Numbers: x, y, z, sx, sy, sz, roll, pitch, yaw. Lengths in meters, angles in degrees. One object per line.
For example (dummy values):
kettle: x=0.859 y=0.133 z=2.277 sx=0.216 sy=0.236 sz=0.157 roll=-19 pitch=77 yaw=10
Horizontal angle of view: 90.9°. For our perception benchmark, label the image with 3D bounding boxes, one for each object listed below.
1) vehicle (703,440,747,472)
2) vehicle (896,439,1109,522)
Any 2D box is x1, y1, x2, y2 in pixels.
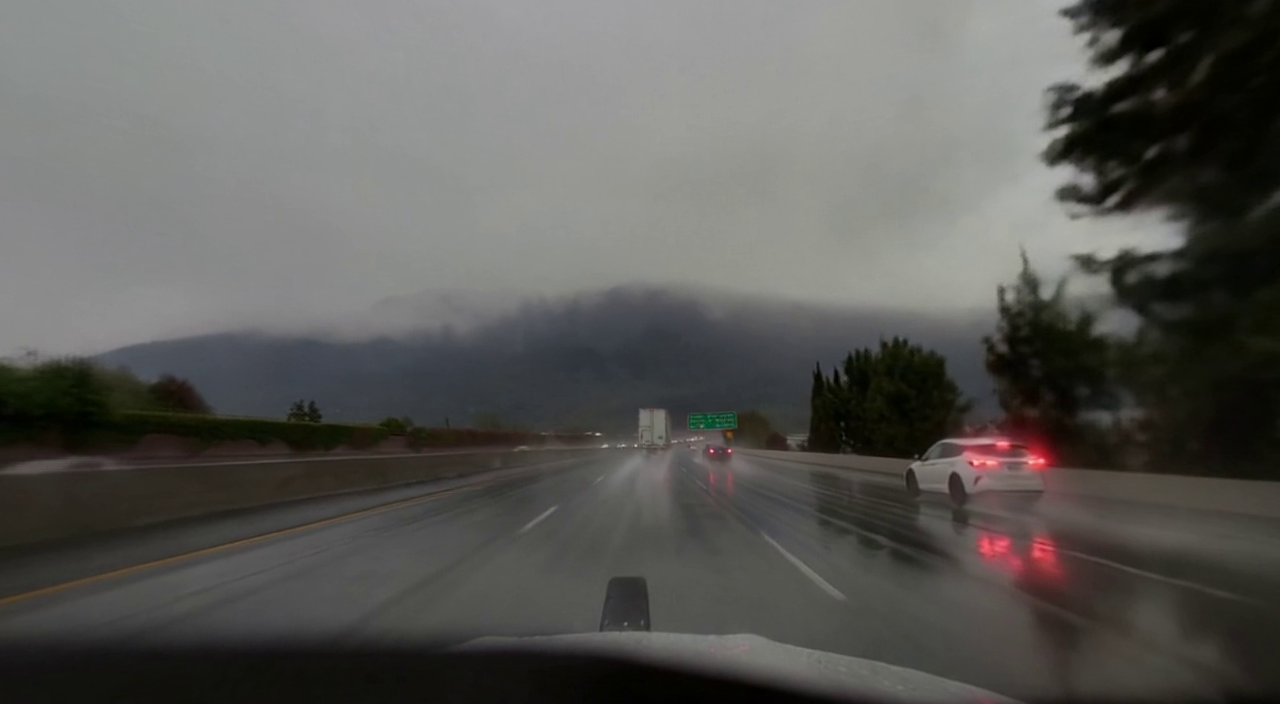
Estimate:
vehicle: x=4.579 y=5.655 z=34.490 sx=1.880 sy=1.624 sz=3.941 roll=0 pitch=-9 yaw=1
vehicle: x=7.254 y=2.585 z=13.244 sx=1.982 sy=1.440 sz=4.171 roll=0 pitch=-9 yaw=0
